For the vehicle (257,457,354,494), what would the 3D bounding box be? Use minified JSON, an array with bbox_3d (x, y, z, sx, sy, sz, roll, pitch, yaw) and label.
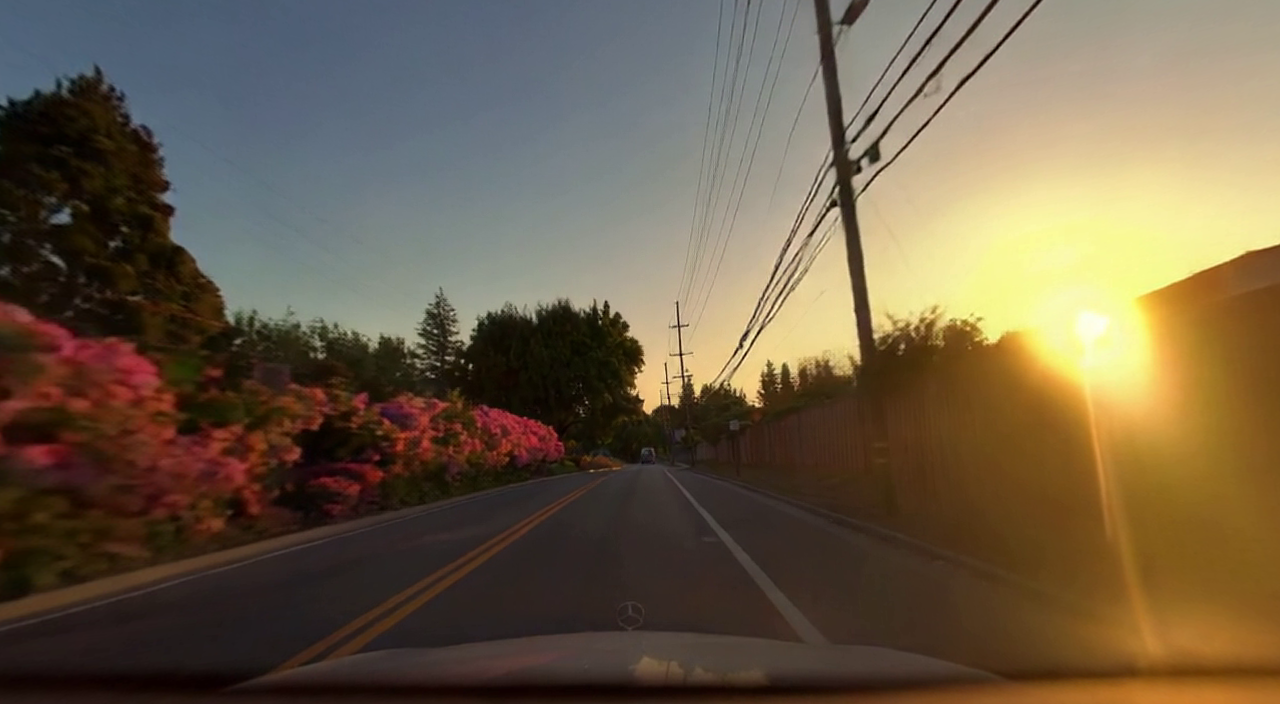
[{"bbox_3d":[-15.192,5.596,28.958,1.839,1.447,4.585,0,-8,1],"label":"vehicle"}]
